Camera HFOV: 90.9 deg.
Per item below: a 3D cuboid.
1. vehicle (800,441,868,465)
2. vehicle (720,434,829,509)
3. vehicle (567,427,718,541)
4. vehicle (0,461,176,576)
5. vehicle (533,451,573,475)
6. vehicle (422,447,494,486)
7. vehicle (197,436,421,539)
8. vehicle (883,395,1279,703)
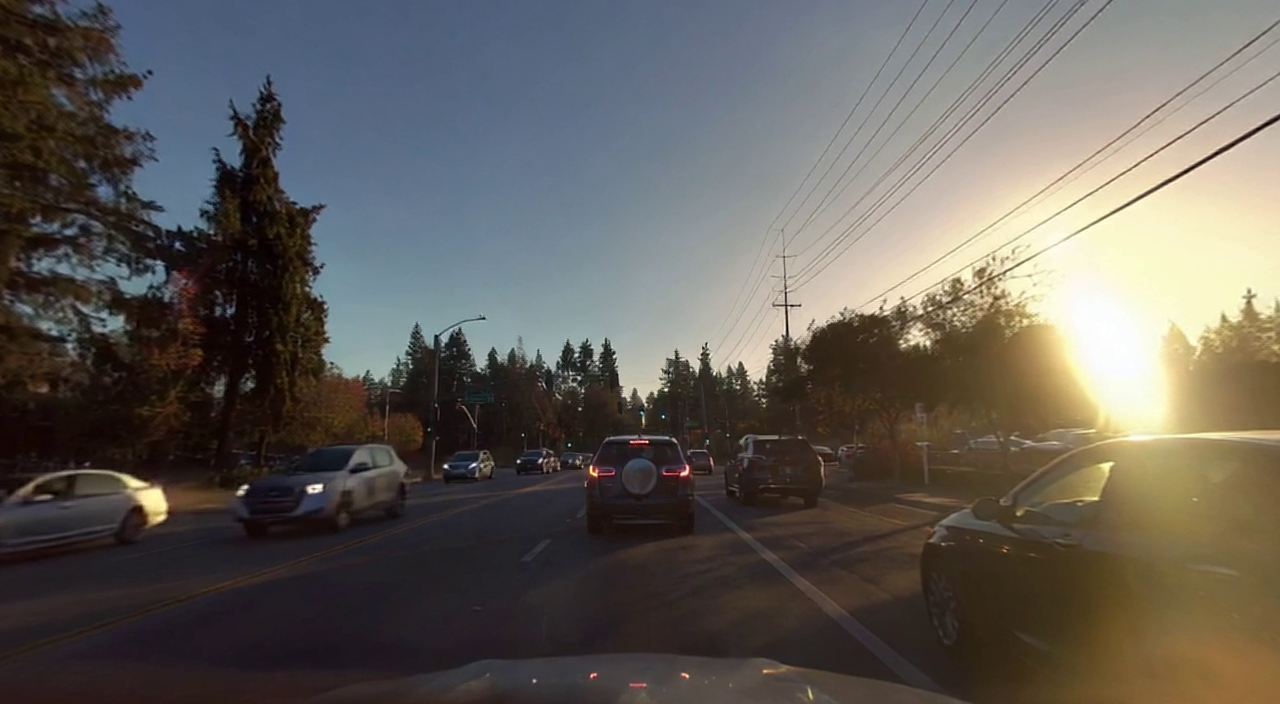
[{"bbox_3d":[14.304,7.449,46.587,4.406,1.668,2.041,3,-9,-20],"label":"vehicle"},{"bbox_3d":[3.319,3.023,16.411,1.914,1.698,4.049,0,-8,0],"label":"vehicle"},{"bbox_3d":[0.052,2.247,11.390,2.200,1.653,4.127,0,-8,1],"label":"vehicle"},{"bbox_3d":[-9.511,2.419,9.386,1.854,1.459,4.288,0,-8,1],"label":"vehicle"},{"bbox_3d":[-5.825,7.439,42.478,1.974,1.466,4.427,-1,-8,1],"label":"vehicle"},{"bbox_3d":[-9.393,5.938,33.129,2.086,1.850,5.349,-1,-8,1],"label":"vehicle"},{"bbox_3d":[-6.419,2.649,13.007,2.218,1.722,4.397,0,-8,0],"label":"vehicle"},{"bbox_3d":[2.873,1.008,2.759,1.950,1.487,4.275,0,-8,1],"label":"vehicle"}]
